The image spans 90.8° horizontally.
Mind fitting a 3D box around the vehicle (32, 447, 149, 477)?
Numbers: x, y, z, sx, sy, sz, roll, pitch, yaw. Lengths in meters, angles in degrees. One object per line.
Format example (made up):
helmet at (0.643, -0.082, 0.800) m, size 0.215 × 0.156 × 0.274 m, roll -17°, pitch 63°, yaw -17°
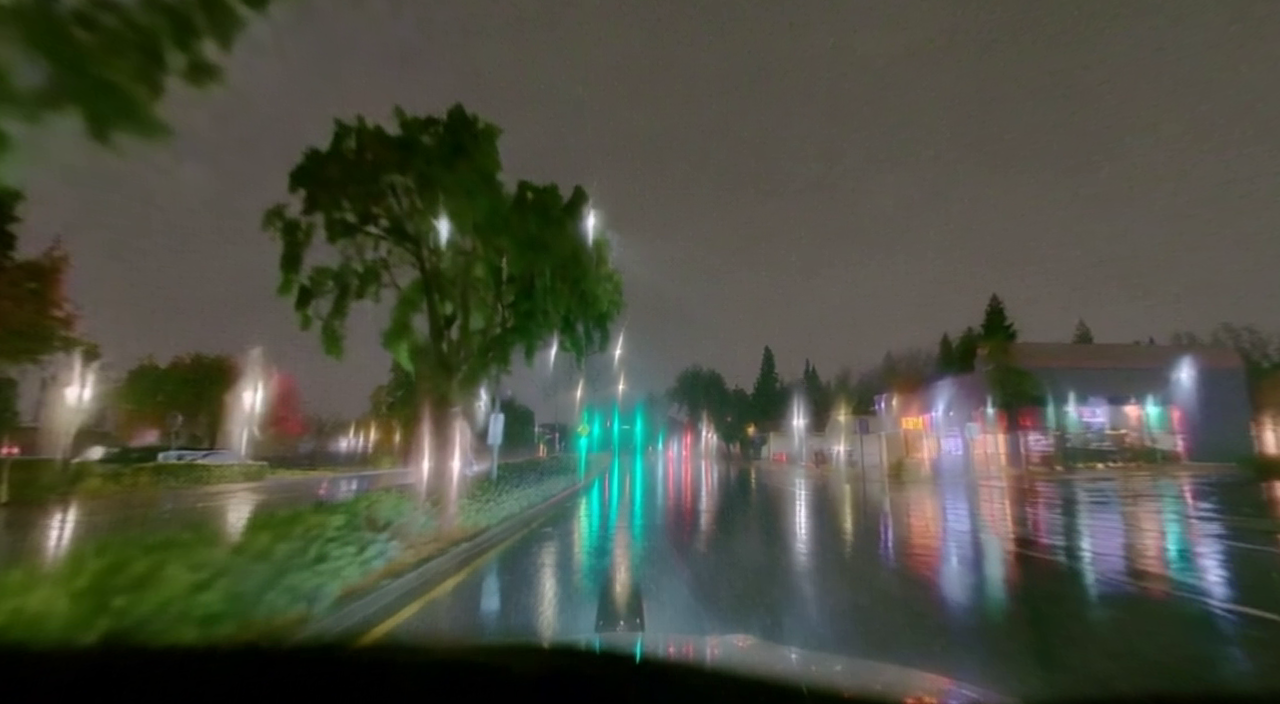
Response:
vehicle at (-28.042, 5.599, 32.329) m, size 4.140 × 1.446 × 1.888 m, roll 0°, pitch -9°, yaw 0°
